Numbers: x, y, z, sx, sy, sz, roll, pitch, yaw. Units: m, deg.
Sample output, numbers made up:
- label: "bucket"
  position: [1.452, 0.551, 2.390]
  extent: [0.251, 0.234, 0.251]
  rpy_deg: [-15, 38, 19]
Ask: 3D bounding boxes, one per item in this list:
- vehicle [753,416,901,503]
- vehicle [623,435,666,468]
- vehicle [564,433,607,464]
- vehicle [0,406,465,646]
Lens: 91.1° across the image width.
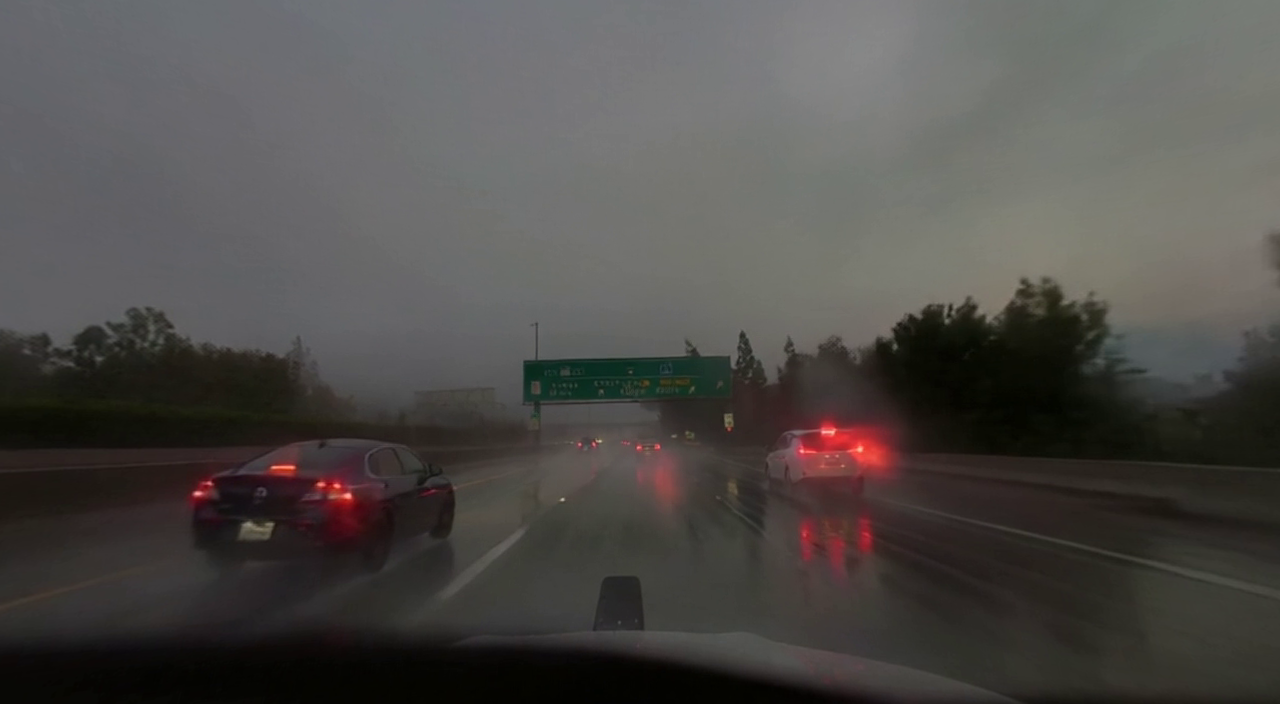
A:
- label: "vehicle"
  position: [4.081, 2.429, 14.595]
  extent: [2.025, 1.707, 4.279]
  rpy_deg: [0, -8, -1]
- label: "vehicle"
  position: [0.240, 4.982, 31.706]
  extent: [2.049, 1.542, 3.816]
  rpy_deg: [0, -8, 1]
- label: "vehicle"
  position: [-3.090, 5.610, 36.544]
  extent: [2.044, 1.682, 4.201]
  rpy_deg: [-1, -8, 2]
- label: "vehicle"
  position: [-3.506, 1.466, 6.444]
  extent: [2.066, 1.561, 4.495]
  rpy_deg: [0, -8, 1]
